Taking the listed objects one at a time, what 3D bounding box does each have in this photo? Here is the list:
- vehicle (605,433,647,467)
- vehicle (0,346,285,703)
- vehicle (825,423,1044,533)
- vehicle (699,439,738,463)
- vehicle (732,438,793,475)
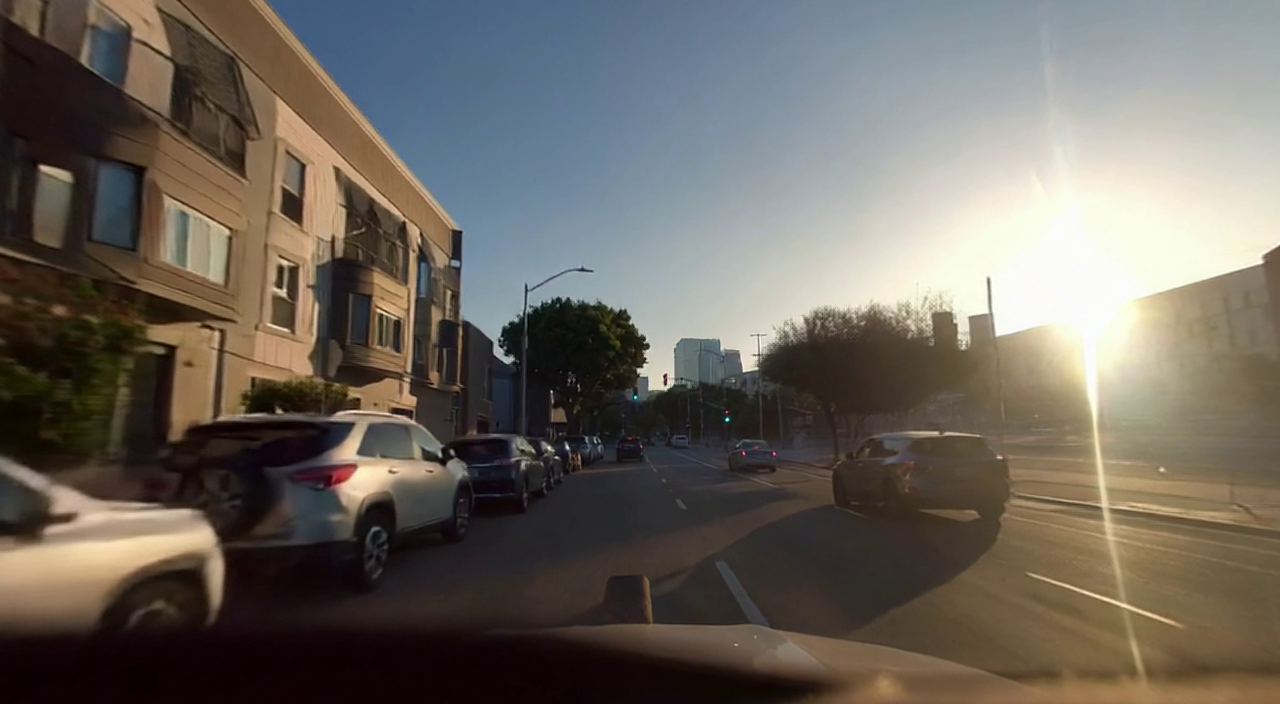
[{"bbox_3d":[-0.715,5.211,33.650,2.122,1.689,3.885,0,-8,0],"label":"vehicle"},{"bbox_3d":[-3.277,0.741,1.693,1.951,1.671,4.615,0,-8,0],"label":"vehicle"},{"bbox_3d":[4.949,2.158,11.391,1.891,1.599,4.173,0,-8,0],"label":"vehicle"},{"bbox_3d":[5.149,6.548,41.829,1.917,1.467,4.452,0,-8,-1],"label":"vehicle"},{"bbox_3d":[5.151,4.418,26.909,1.799,1.463,3.464,0,-8,-2],"label":"vehicle"}]
